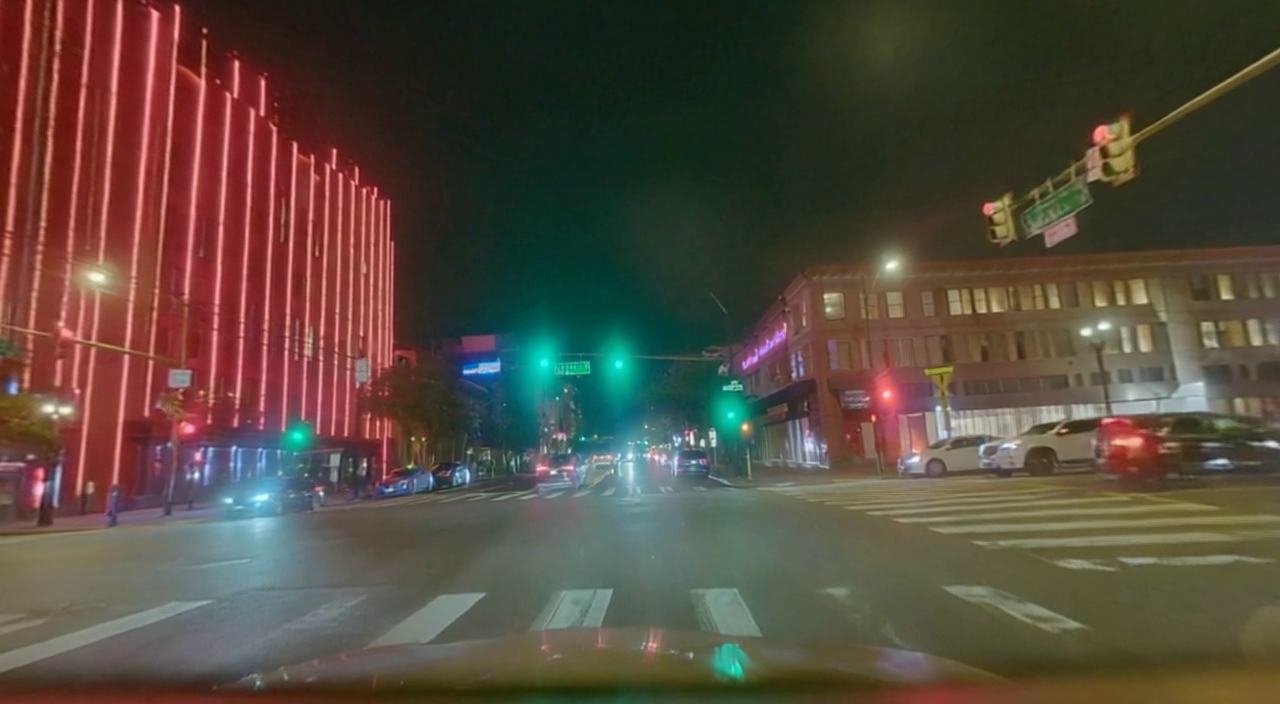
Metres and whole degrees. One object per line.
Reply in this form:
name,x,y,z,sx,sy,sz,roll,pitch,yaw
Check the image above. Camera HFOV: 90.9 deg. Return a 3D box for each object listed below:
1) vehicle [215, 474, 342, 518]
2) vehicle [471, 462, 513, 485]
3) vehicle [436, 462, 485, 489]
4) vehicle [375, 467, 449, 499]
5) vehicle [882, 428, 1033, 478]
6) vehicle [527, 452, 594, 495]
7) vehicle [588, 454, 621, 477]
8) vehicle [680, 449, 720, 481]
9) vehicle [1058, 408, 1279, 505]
vehicle,-15.298,6.082,26.998,1.999,1.466,4.535,-2,-9,15
vehicle,-11.418,9.365,48.849,2.041,1.526,4.749,0,-8,0
vehicle,-11.820,8.143,41.792,1.933,1.628,3.973,0,-8,2
vehicle,-12.207,7.011,34.086,1.934,1.434,4.636,-1,-8,5
vehicle,11.176,3.582,22.424,4.288,1.689,1.909,0,-8,1
vehicle,-3.017,4.677,24.687,1.973,1.496,3.713,0,-8,2
vehicle,-2.509,8.149,45.535,1.916,1.487,4.535,0,-8,2
vehicle,3.521,6.710,37.805,1.924,1.765,3.954,0,-8,-1
vehicle,10.347,1.804,11.106,4.540,1.480,2.153,1,-8,-7
